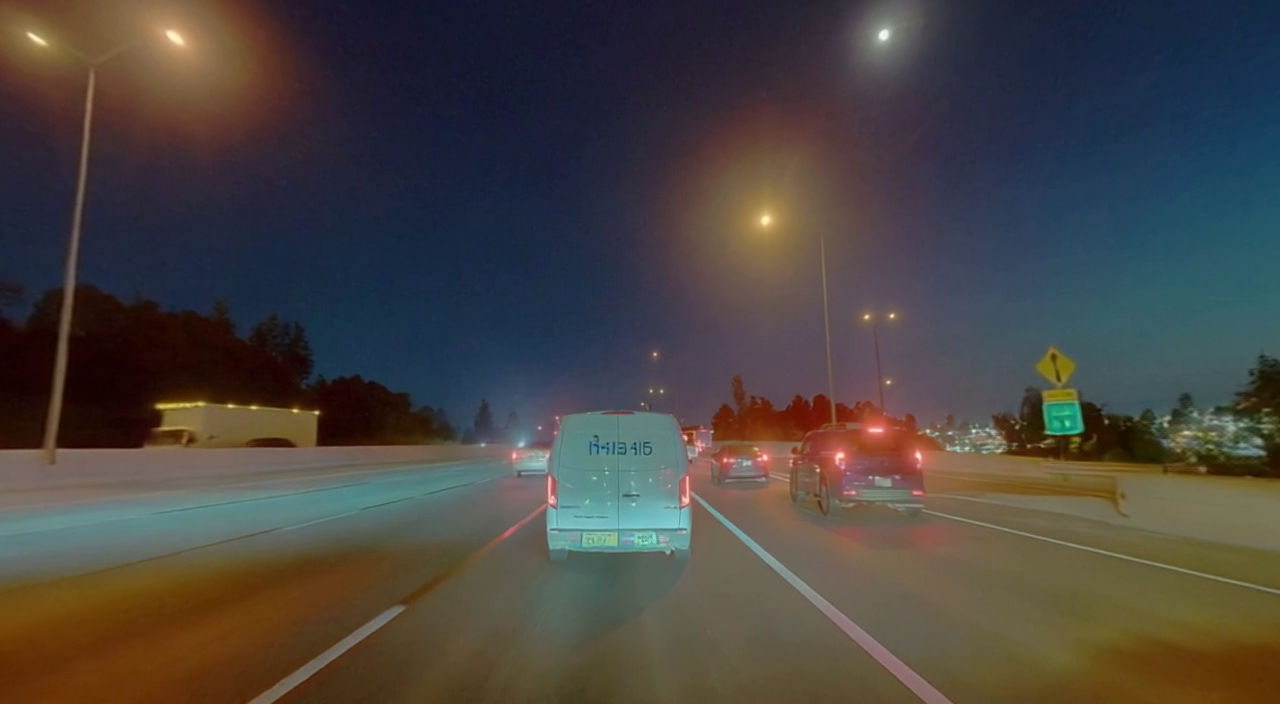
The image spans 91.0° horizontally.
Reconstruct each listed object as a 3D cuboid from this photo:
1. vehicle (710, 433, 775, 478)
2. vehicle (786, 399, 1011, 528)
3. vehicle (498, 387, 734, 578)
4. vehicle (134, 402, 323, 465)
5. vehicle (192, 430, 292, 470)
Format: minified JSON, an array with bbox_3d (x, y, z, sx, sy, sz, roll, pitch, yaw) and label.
[{"bbox_3d":[4.238,4.375,26.788,2.064,1.720,4.416,0,-9,0],"label":"vehicle"},{"bbox_3d":[4.696,2.148,12.635,2.179,1.999,5.331,1,-9,-1],"label":"vehicle"},{"bbox_3d":[-0.181,1.586,8.371,2.287,1.823,4.369,0,-9,1],"label":"vehicle"},{"bbox_3d":[-29.448,6.257,47.000,2.891,3.833,16.639,0,-9,0],"label":"vehicle"},{"bbox_3d":[-16.088,3.986,25.668,1.619,1.467,3.619,0,-8,1],"label":"vehicle"}]
